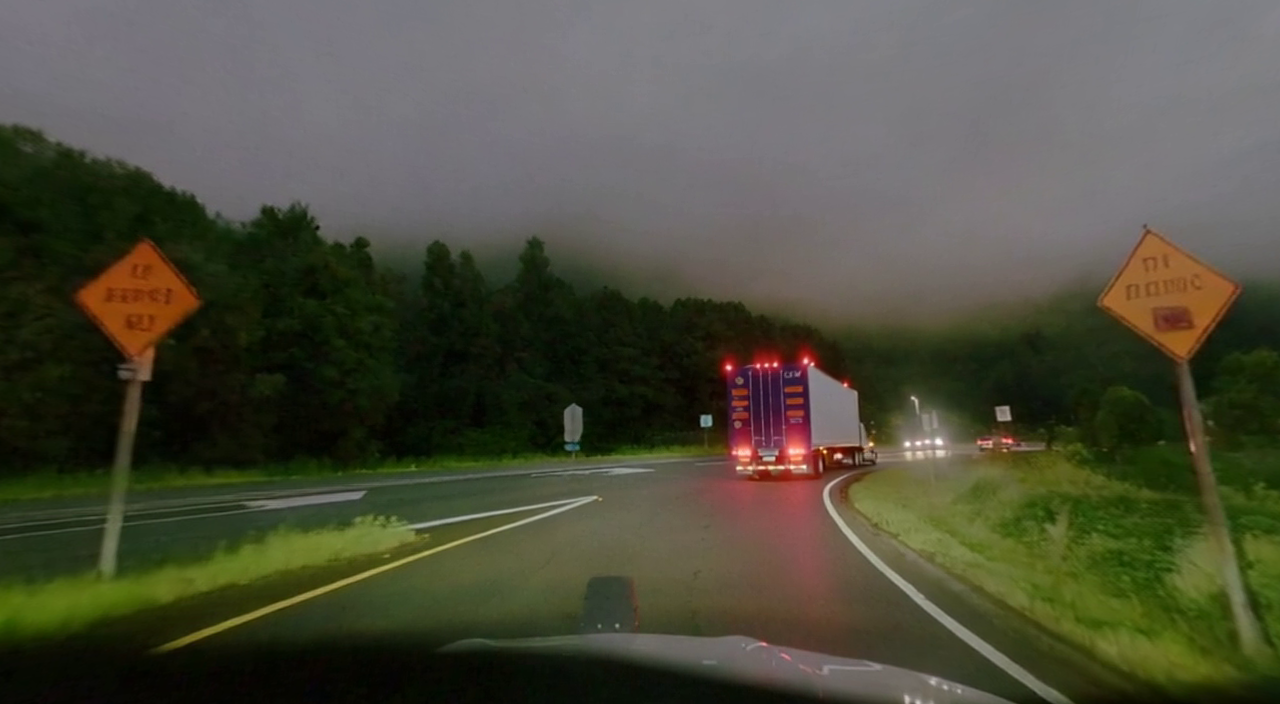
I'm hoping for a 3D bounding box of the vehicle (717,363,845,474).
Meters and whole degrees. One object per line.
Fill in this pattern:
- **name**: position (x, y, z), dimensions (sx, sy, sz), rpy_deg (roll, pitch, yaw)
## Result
- **vehicle**: position (6.046, 2.807, 25.457), dimensions (2.937, 3.647, 9.344), rpy_deg (-4, -9, 25)
